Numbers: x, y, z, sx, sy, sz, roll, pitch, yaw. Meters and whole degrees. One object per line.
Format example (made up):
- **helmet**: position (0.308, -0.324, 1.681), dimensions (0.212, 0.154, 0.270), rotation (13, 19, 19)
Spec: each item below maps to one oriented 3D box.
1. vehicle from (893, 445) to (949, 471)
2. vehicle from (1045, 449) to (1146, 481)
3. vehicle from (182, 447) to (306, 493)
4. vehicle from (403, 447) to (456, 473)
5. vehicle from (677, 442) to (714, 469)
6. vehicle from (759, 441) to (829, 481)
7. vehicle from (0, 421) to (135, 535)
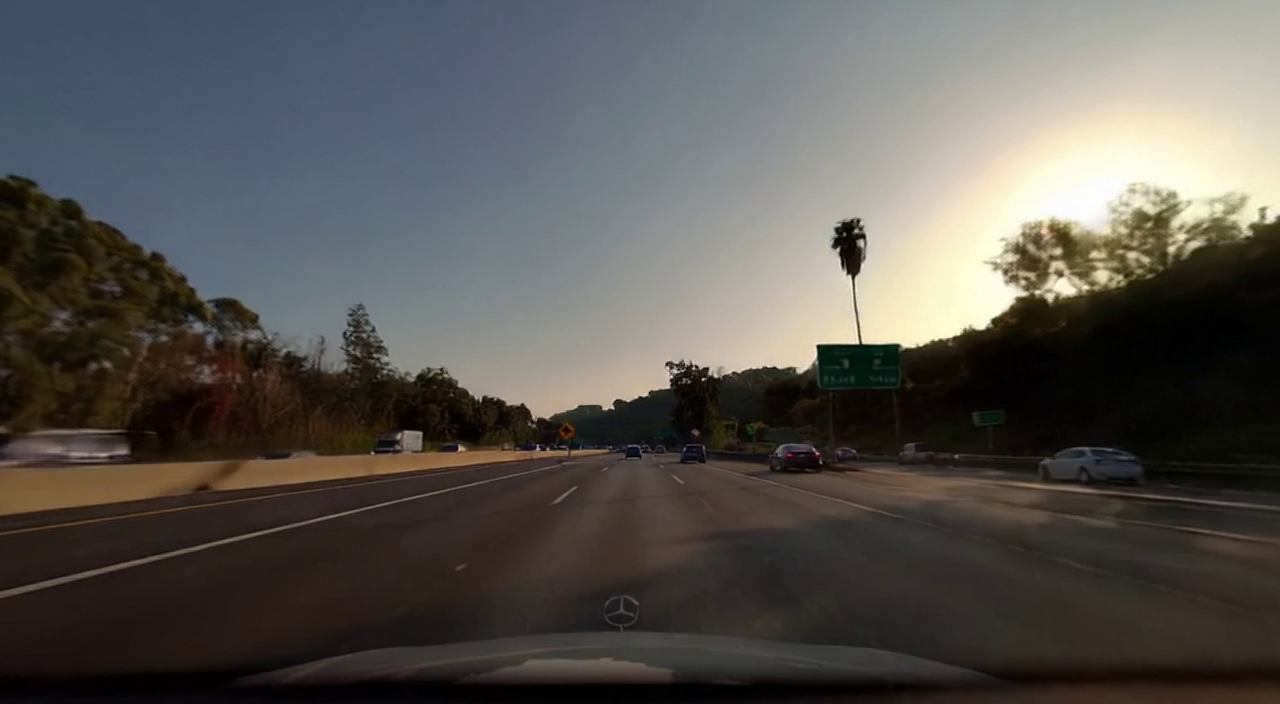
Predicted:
- **vehicle**: position (19.181, 7.236, 43.156), dimensions (1.887, 1.642, 4.592), rotation (0, -9, 3)
- **vehicle**: position (22.698, 5.597, 31.611), dimensions (1.774, 1.457, 4.653), rotation (0, -9, 3)
- **vehicle**: position (-15.909, 4.718, 25.663), dimensions (1.993, 1.683, 4.737), rotation (0, -9, 0)
- **vehicle**: position (-15.075, 7.714, 45.297), dimensions (2.023, 1.715, 4.559), rotation (0, -9, 2)
- **vehicle**: position (3.612, 6.873, 41.893), dimensions (2.035, 1.704, 3.867), rotation (0, -9, -1)
- **vehicle**: position (6.787, 4.843, 28.237), dimensions (1.902, 1.623, 4.360), rotation (0, -9, -1)
- **vehicle**: position (-12.143, 2.181, 10.949), dimensions (2.197, 1.943, 5.421), rotation (0, -9, 0)
